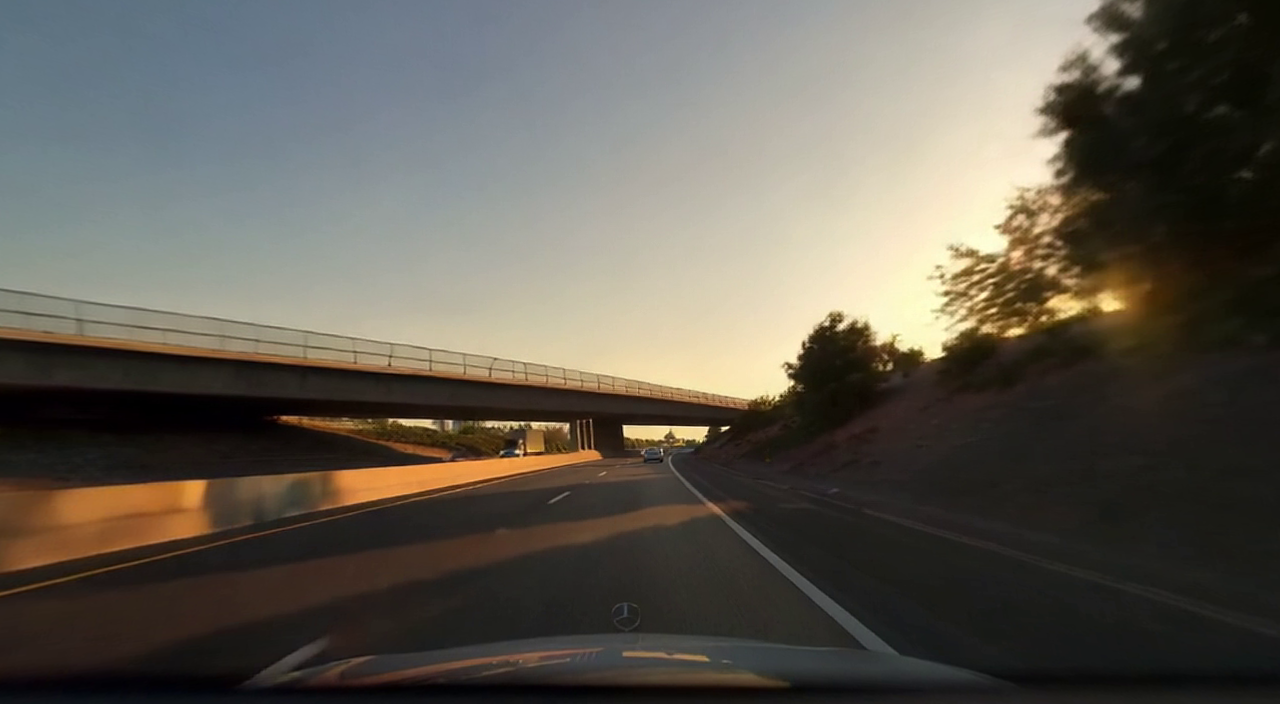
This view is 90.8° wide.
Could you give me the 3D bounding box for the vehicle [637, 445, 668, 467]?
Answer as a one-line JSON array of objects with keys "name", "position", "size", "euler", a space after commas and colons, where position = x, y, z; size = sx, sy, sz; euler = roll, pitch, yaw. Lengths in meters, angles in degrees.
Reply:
[{"name": "vehicle", "position": [0.980, 7.820, 47.545], "size": [2.221, 1.603, 4.149], "euler": [0, -9, 1]}]
